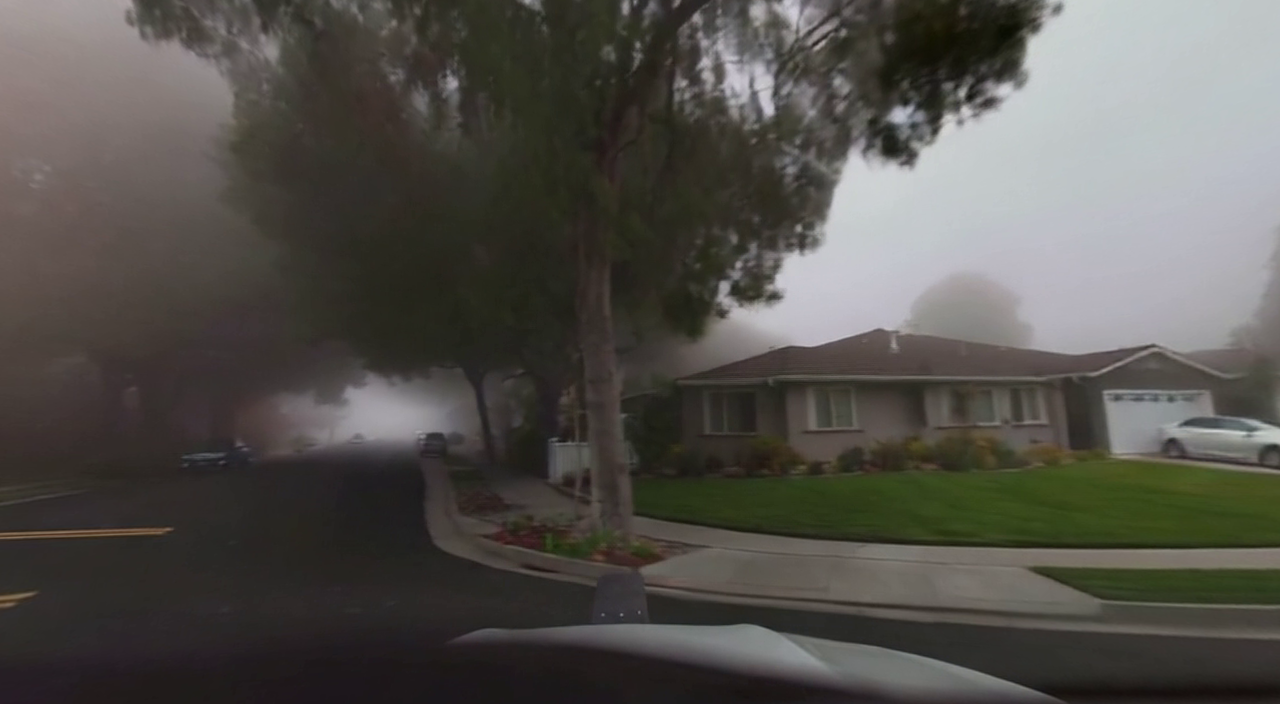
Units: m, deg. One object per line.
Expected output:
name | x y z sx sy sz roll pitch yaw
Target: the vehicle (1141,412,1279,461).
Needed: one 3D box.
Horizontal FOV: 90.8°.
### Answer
vehicle | 19.784 2.853 21.087 1.844 1.495 4.404 2 -9 -17
